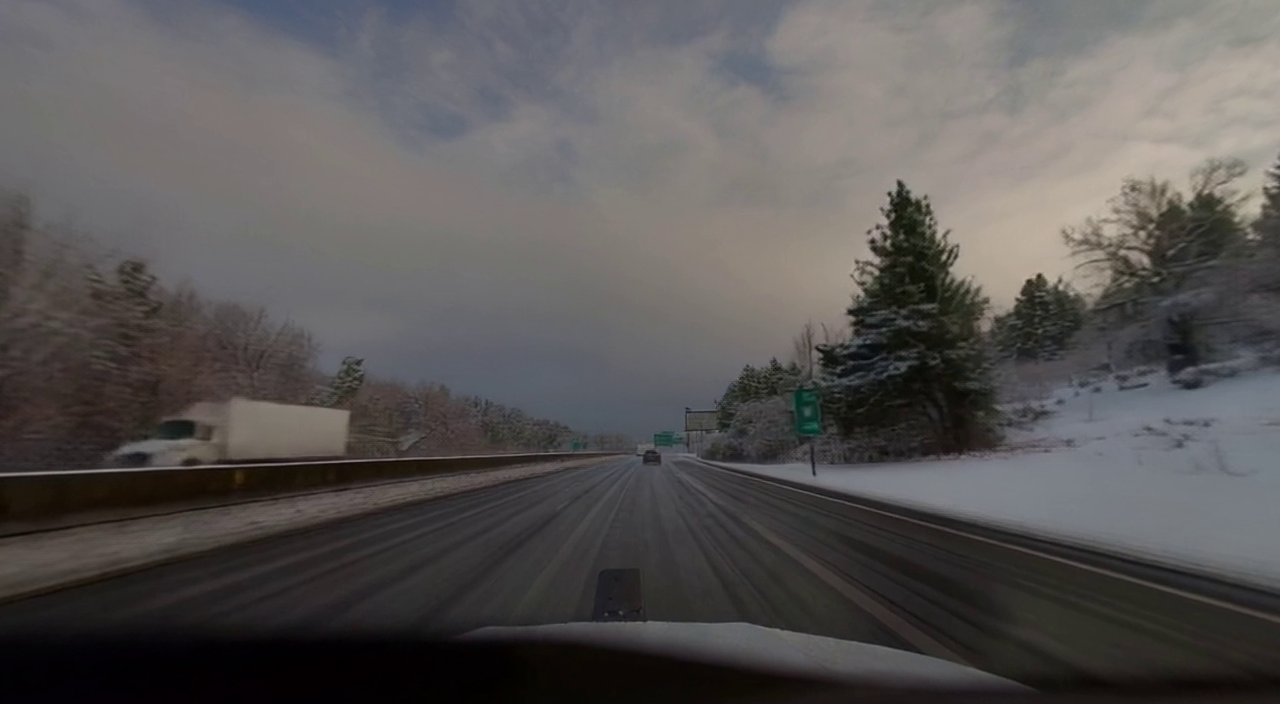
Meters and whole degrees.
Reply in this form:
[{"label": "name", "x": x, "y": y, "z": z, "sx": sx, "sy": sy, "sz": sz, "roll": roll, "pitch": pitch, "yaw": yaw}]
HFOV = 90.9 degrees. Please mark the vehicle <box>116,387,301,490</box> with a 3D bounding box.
[{"label": "vehicle", "x": -16.758, "y": 3.496, "z": 25.154, "sx": 2.955, "sy": 3.577, "sz": 6.005, "roll": 0, "pitch": -9, "yaw": 0}]
